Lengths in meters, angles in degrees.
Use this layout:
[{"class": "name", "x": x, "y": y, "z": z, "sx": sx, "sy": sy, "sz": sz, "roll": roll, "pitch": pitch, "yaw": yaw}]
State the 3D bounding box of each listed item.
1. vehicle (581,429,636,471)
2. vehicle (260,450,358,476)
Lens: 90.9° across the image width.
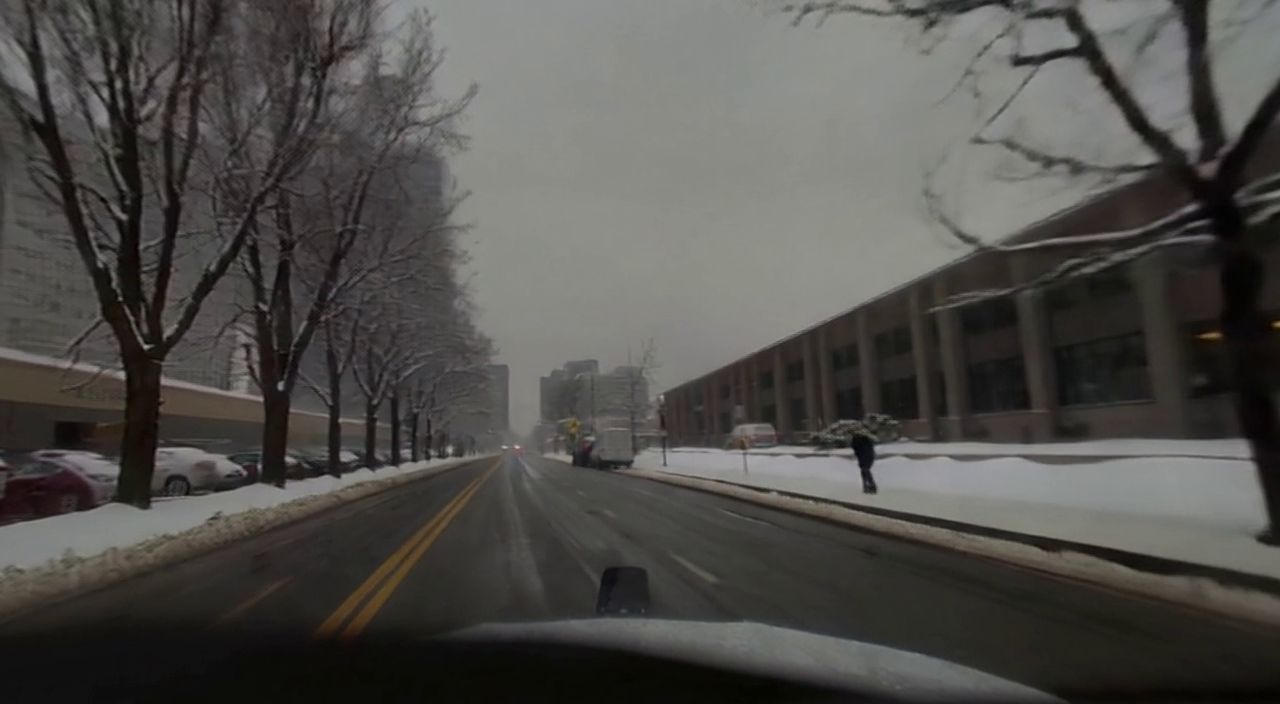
[{"class": "vehicle", "x": -2.142, "y": 6.307, "z": 40.879, "sx": 2.596, "sy": 2.509, "sz": 6.178, "roll": 1, "pitch": -8, "yaw": -12}, {"class": "vehicle", "x": -21.889, "y": 7.353, "z": 41.941, "sx": 5.269, "sy": 1.491, "sz": 2.133, "roll": 1, "pitch": -8, "yaw": -10}]
